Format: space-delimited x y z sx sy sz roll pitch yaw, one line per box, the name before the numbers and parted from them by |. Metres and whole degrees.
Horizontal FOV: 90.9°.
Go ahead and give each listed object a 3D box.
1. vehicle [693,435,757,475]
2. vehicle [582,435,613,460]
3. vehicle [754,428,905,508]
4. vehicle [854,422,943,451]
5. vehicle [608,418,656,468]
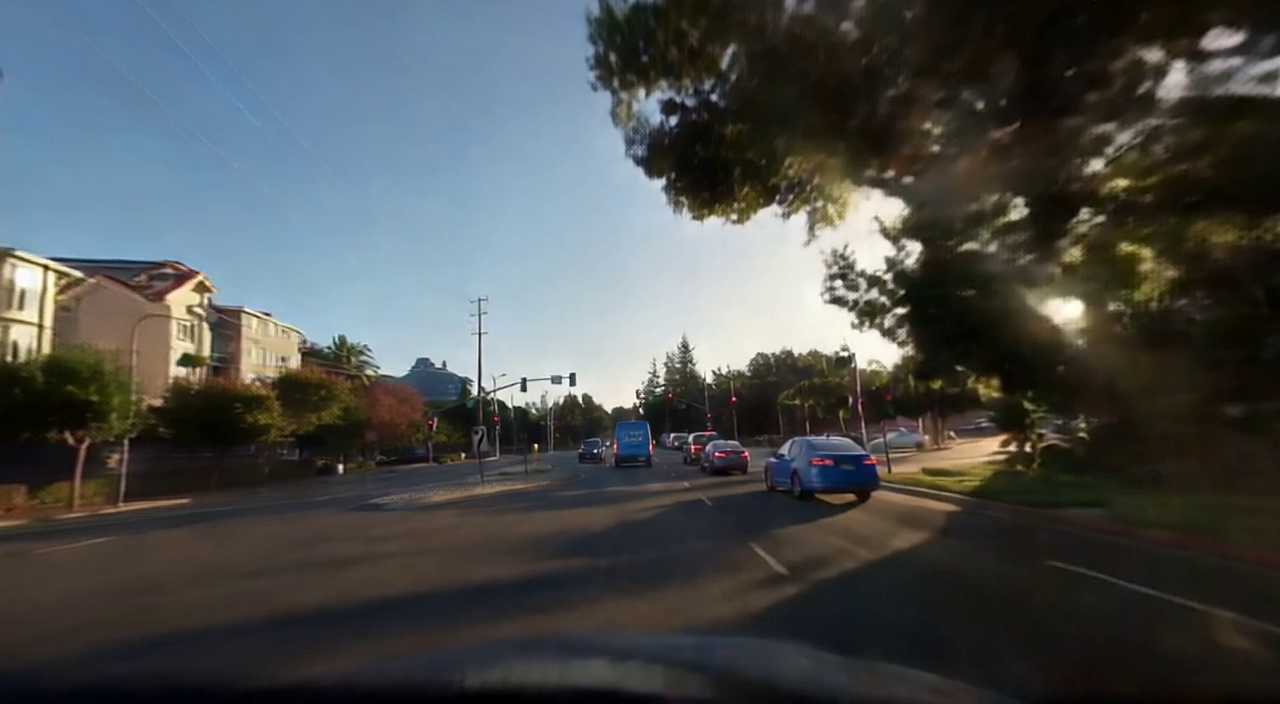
vehicle | 3.412 4.225 26.084 1.951 1.483 4.582 0 -8 -1
vehicle | -3.209 7.295 48.133 2.203 1.786 4.249 0 -8 -2
vehicle | 4.100 2.601 14.665 1.967 1.506 4.968 0 -8 0
vehicle | 16.572 5.447 40.602 4.842 1.792 1.963 0 -8 0
vehicle | -0.388 4.960 34.376 2.422 2.488 4.992 0 -8 0
